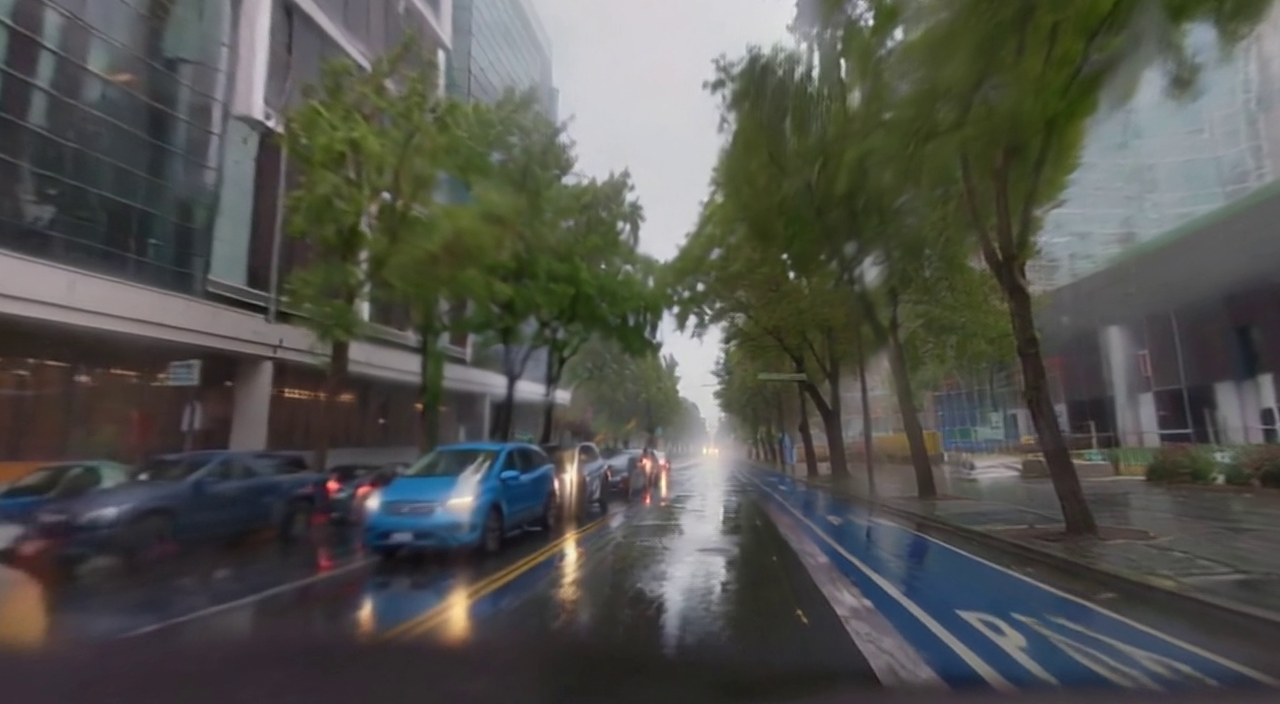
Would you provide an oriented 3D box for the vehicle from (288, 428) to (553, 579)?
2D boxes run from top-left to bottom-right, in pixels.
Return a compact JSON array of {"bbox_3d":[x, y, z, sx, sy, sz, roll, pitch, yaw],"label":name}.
[{"bbox_3d":[-3.057,2.229,10.144,2.173,1.814,4.573,-1,-9,7],"label":"vehicle"}]

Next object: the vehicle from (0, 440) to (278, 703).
[{"bbox_3d":[-3.973,1.092,2.235,2.017,1.558,4.888,-1,-9,8],"label":"vehicle"}]

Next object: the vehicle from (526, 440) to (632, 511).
[{"bbox_3d":[-1.666,3.641,19.136,2.225,1.848,4.472,-1,-9,8],"label":"vehicle"}]
